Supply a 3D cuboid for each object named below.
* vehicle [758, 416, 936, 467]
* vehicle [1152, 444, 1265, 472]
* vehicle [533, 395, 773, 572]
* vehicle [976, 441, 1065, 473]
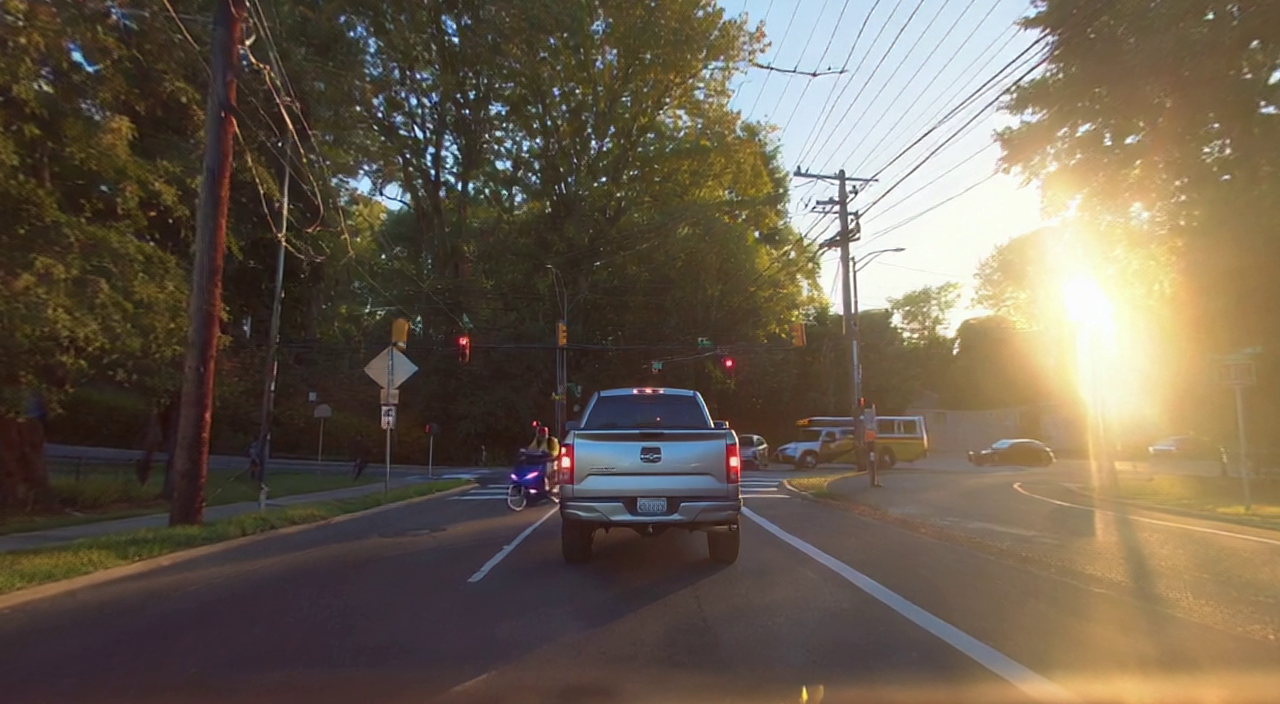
[{"bbox_3d":[13.516,5.991,42.060,10.726,3.128,3.003,-1,-8,2],"label":"vehicle"},{"bbox_3d":[36.896,6.882,41.079,5.426,1.728,1.999,0,-8,-2],"label":"vehicle"},{"bbox_3d":[0.096,1.883,9.963,2.707,1.964,5.485,0,-8,-1],"label":"vehicle"},{"bbox_3d":[26.786,7.421,44.592,5.077,2.008,1.991,2,-9,-3],"label":"vehicle"}]
